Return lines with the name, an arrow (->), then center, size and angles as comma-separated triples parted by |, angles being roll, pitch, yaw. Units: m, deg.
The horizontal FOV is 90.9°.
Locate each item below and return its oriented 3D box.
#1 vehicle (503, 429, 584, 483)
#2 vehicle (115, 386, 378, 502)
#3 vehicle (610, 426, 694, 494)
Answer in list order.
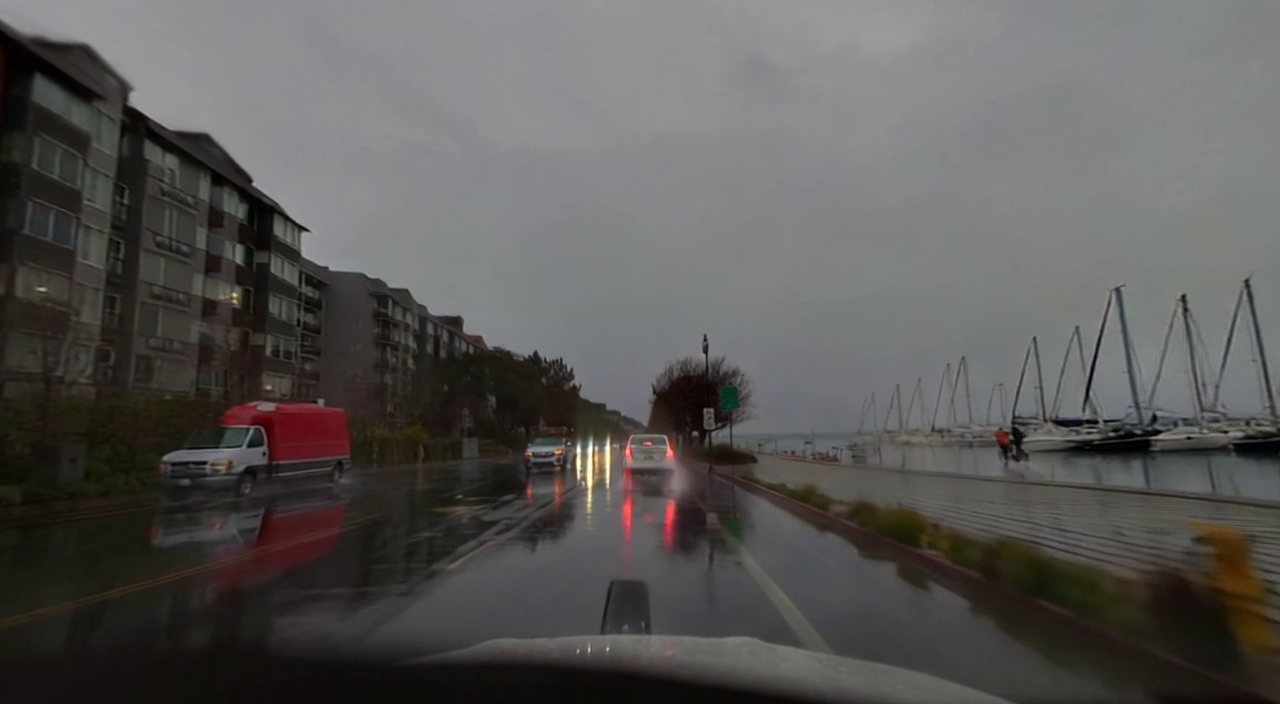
vehicle -> -3.236, 3.612, 22.064 | 2.056, 1.680, 4.205 | -1, -8, 1
vehicle -> -13.181, 3.304, 22.678 | 2.924, 3.288, 9.352 | -1, -8, 4
vehicle -> 0.296, 2.919, 17.296 | 2.057, 1.624, 3.726 | 0, -8, 0
